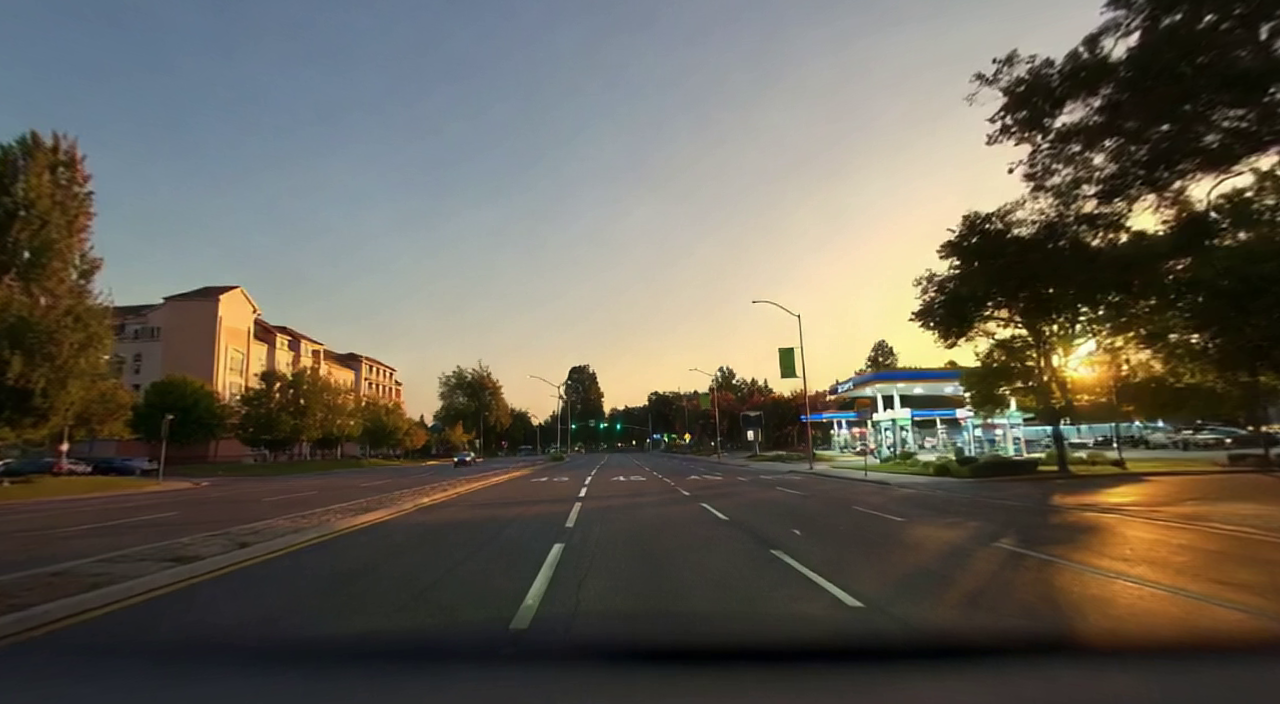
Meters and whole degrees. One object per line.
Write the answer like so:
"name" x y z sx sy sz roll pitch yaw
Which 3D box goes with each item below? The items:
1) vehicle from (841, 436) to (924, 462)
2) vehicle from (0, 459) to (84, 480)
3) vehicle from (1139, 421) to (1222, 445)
"vehicle" 15.722 6.319 41.059 4.548 1.568 1.953 0 -10 -2
"vehicle" -47.027 9.197 49.765 2.009 1.408 4.847 -3 -9 1
"vehicle" 40.456 6.114 47.449 1.889 1.699 4.777 0 -8 -1
